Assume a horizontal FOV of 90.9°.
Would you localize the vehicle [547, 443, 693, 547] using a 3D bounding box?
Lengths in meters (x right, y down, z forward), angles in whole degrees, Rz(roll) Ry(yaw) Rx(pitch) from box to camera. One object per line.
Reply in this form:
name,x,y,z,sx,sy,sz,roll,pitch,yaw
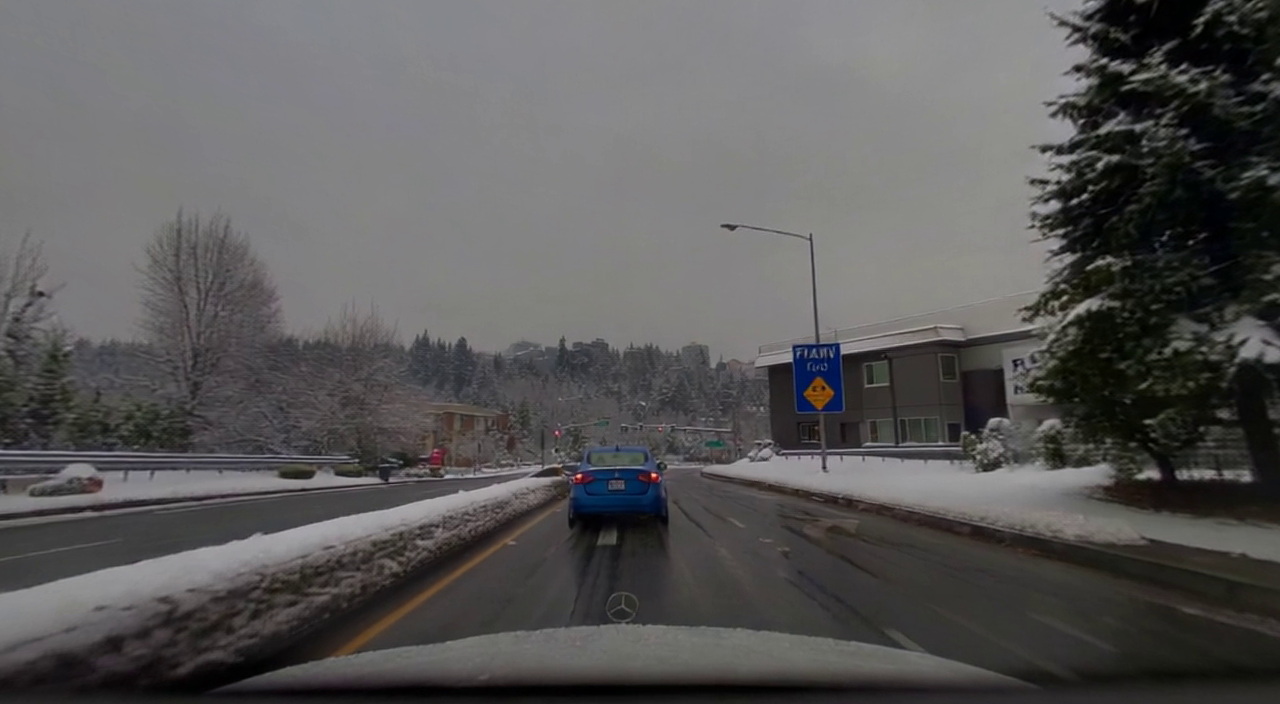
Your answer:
vehicle,-0.309,2.334,10.966,2.063,1.442,3.933,0,-9,-1
